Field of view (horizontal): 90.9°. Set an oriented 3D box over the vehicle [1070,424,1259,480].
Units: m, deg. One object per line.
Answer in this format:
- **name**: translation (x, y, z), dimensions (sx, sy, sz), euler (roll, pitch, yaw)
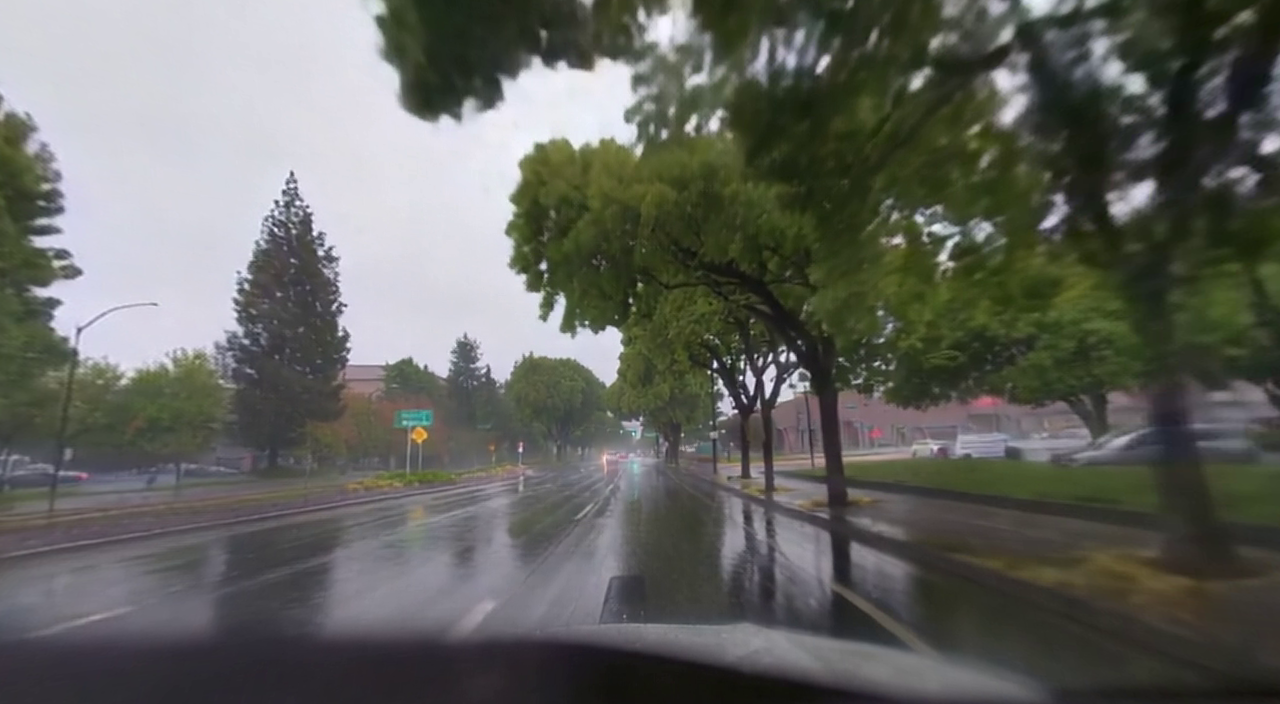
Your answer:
- **vehicle**: translation (14.119, 2.723, 17.147), dimensions (3.641, 1.408, 1.584), euler (0, -9, 1)
